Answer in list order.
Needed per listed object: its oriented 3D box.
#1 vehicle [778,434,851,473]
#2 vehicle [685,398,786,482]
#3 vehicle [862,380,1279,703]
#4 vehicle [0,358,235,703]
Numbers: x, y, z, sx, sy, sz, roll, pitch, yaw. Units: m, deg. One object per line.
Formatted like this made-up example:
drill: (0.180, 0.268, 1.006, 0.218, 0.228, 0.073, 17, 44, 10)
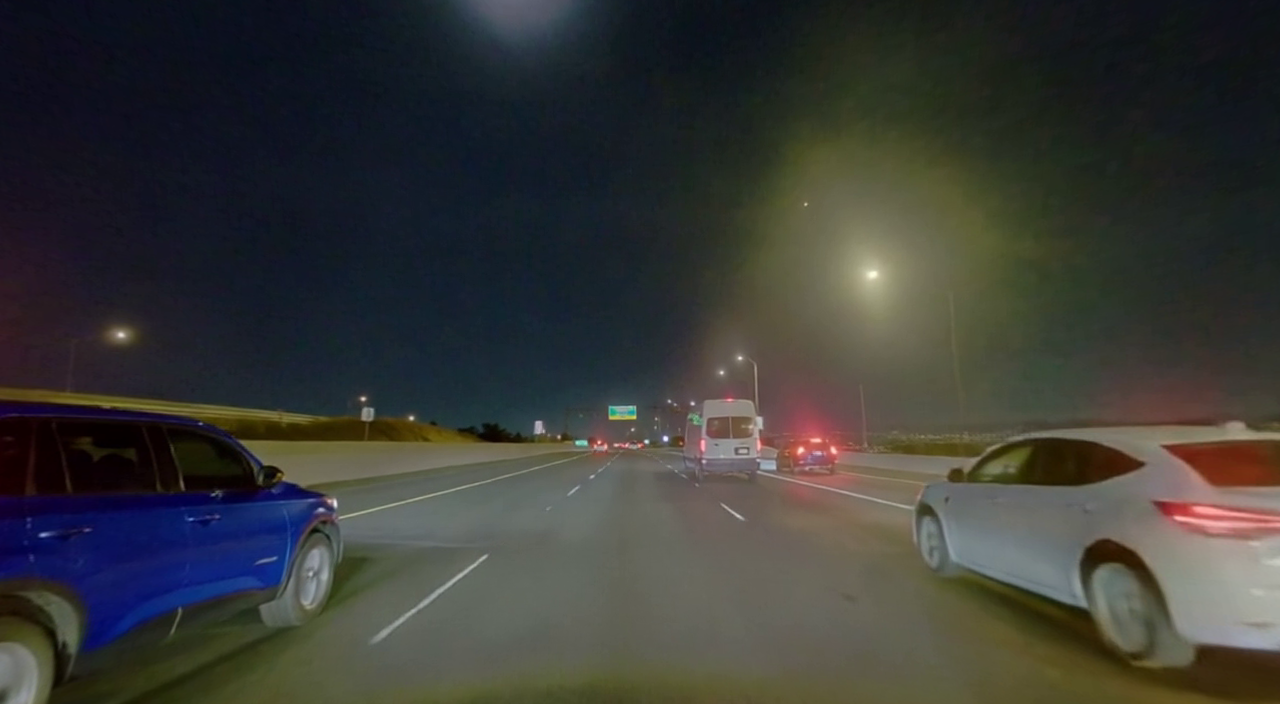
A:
vehicle: (7.726, 4.554, 28.479, 1.978, 1.621, 4.320, 0, -8, -1)
vehicle: (3.323, 3.330, 23.797, 2.629, 2.718, 6.740, 0, -8, -1)
vehicle: (3.597, 1.171, 4.532, 2.108, 1.509, 5.059, 0, -8, -1)
vehicle: (-3.861, 0.778, 2.274, 2.000, 1.646, 4.201, 0, -8, 0)
